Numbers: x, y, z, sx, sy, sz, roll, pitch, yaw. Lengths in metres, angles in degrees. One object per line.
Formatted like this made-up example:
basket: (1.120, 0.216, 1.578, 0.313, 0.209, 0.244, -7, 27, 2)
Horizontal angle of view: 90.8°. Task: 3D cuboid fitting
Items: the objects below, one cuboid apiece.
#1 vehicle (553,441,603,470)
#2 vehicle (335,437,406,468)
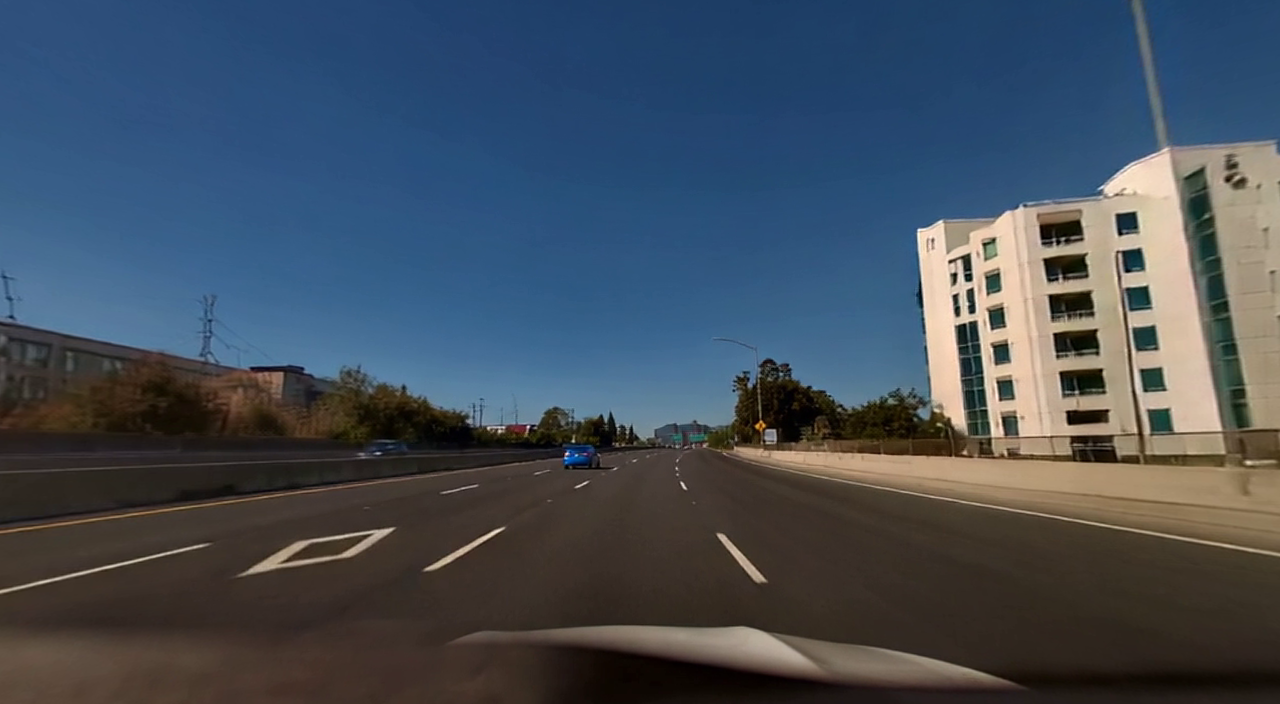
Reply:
vehicle: (-3.498, 5.960, 36.502, 2.087, 1.566, 4.756, -1, -9, 4)
vehicle: (-15.929, 5.967, 37.634, 1.950, 1.669, 4.544, -1, -9, 3)
